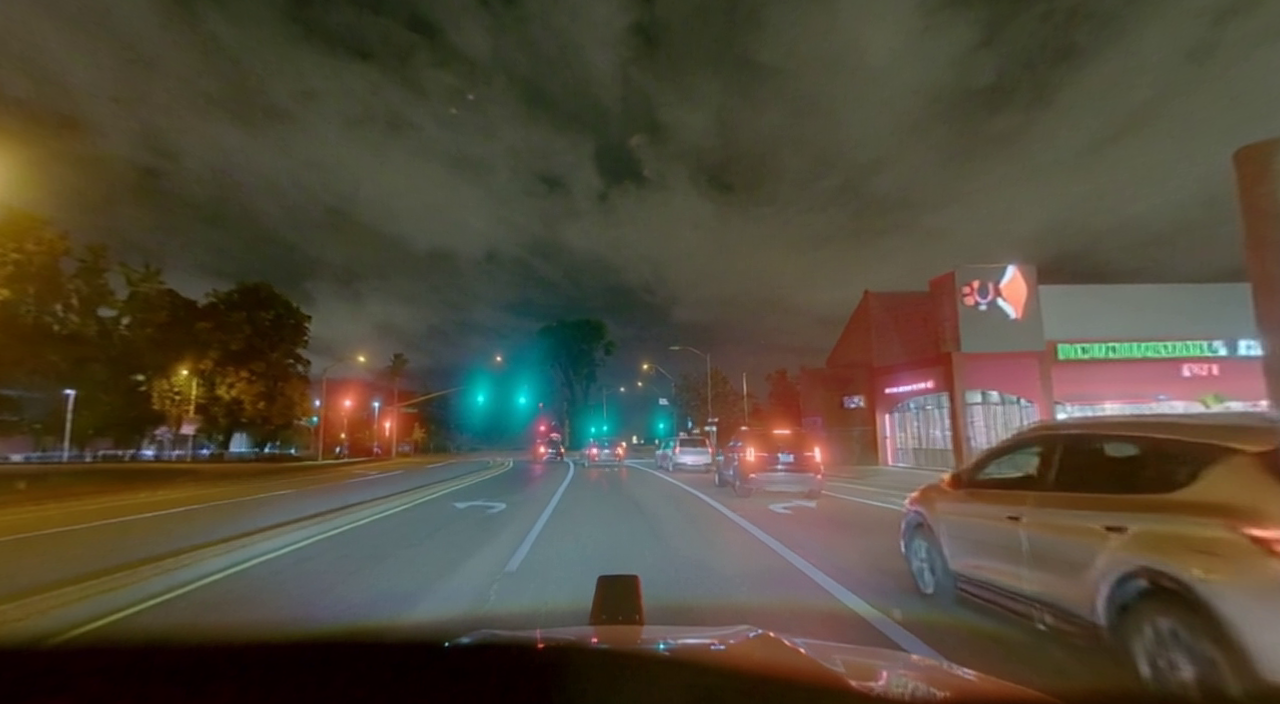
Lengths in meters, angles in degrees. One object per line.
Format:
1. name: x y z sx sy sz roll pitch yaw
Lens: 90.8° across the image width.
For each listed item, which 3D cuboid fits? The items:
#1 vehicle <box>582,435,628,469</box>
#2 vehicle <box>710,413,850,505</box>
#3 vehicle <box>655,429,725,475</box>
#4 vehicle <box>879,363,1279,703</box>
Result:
1. vehicle: -1.795 4.910 31.150 2.068 1.512 3.987 1 -9 -6
2. vehicle: 2.986 2.413 14.568 2.046 1.768 4.370 0 -8 -3
3. vehicle: 1.986 4.172 26.726 2.216 1.750 4.520 0 -8 -5
4. vehicle: 3.277 1.054 3.866 1.966 1.596 3.980 0 -8 -1
